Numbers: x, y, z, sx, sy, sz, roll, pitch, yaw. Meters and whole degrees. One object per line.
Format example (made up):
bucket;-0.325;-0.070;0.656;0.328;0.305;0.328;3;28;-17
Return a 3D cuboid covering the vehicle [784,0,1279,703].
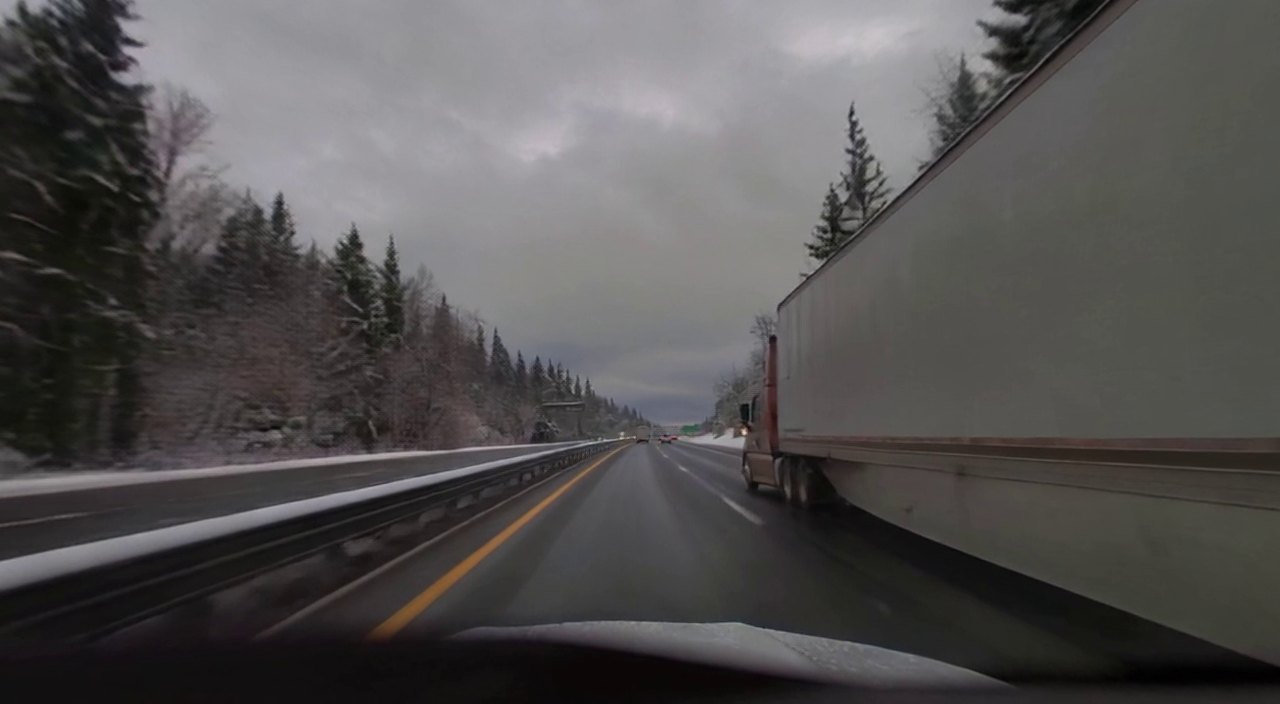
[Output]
vehicle;4.368;-0.077;4.610;2.951;4.007;13.976;0;-7;-2
